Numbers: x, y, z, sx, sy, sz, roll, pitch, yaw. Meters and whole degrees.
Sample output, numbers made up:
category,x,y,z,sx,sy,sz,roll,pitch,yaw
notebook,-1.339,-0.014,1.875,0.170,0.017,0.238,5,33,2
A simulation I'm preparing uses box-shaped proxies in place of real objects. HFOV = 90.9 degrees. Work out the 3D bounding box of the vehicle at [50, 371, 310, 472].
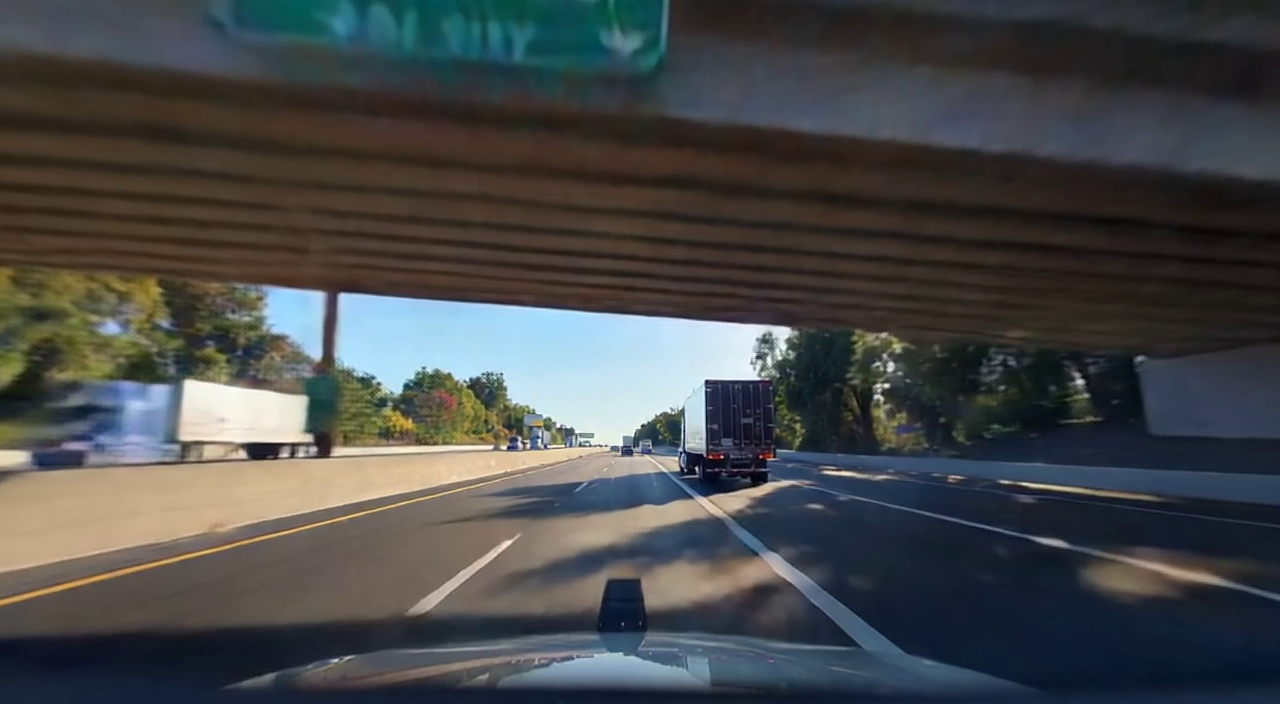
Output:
category,x,y,z,sx,sy,sz,roll,pitch,yaw
vehicle,-20.184,3.455,29.404,2.941,3.718,12.197,0,-9,0

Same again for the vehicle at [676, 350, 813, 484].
category,x,y,z,sx,sy,sz,roll,pitch,yaw
vehicle,3.691,3.091,27.036,3.323,4.262,14.056,0,-9,-1
